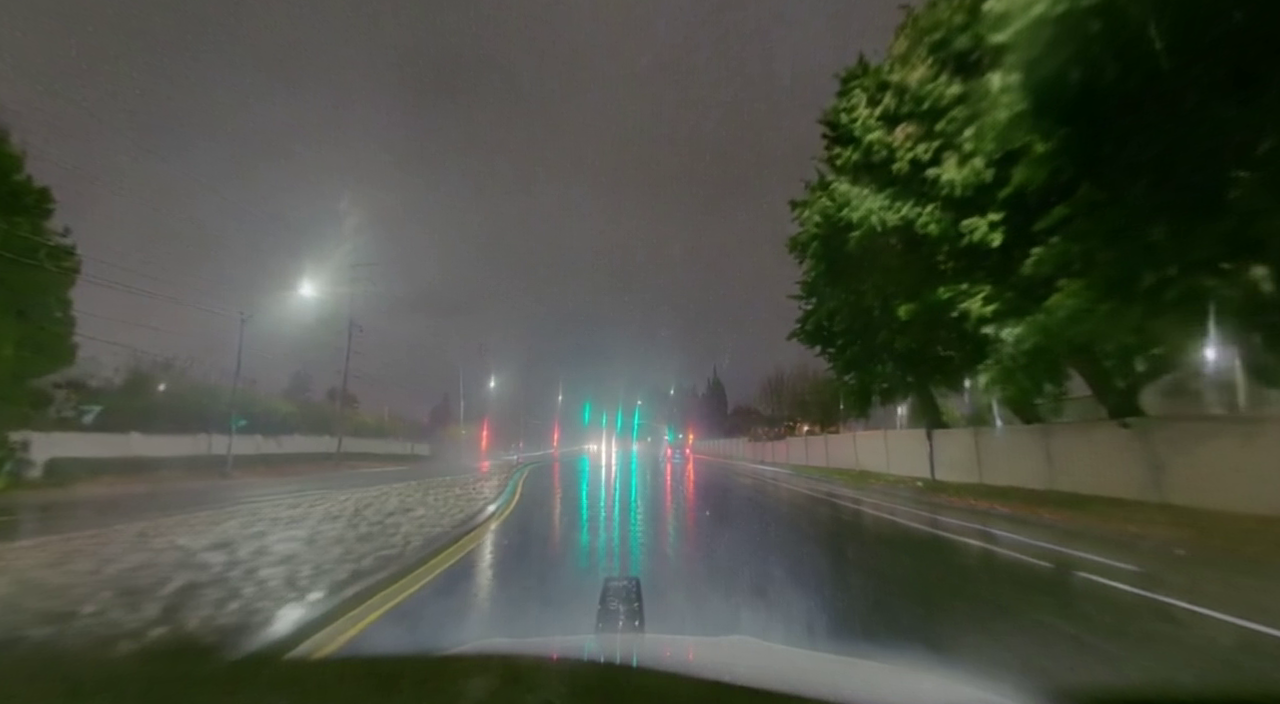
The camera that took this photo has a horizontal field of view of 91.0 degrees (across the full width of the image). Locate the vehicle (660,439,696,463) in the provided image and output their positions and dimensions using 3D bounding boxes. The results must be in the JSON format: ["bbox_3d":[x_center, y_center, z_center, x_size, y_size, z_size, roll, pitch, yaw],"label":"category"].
[{"bbox_3d":[2.489,6.632,42.233,2.105,1.490,4.008,0,-8,-1],"label":"vehicle"}]
